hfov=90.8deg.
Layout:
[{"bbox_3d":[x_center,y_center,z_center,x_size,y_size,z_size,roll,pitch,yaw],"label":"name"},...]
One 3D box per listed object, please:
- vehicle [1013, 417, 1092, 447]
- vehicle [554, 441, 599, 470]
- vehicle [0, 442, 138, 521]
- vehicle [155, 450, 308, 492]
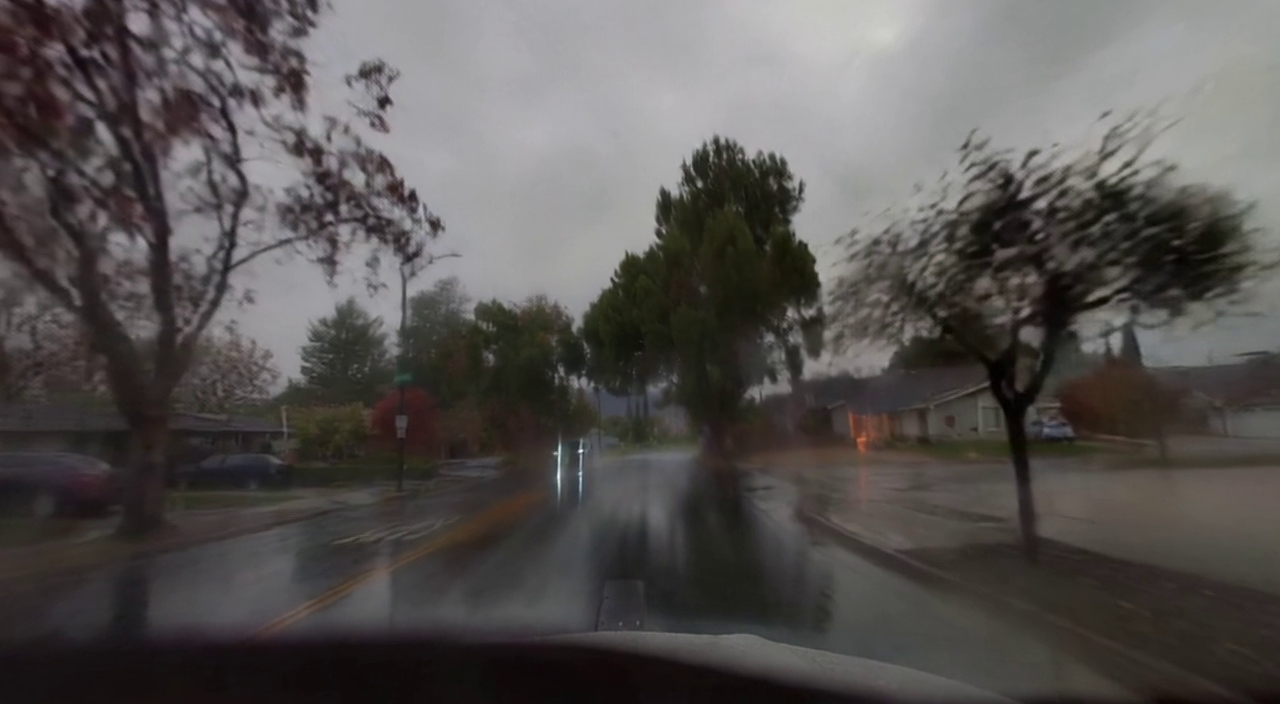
[{"bbox_3d":[23.522,4.647,36.238,1.875,1.609,4.322,-1,-9,4],"label":"vehicle"},{"bbox_3d":[-3.754,6.189,37.914,2.025,1.660,4.151,-1,-9,4],"label":"vehicle"},{"bbox_3d":[-14.704,2.945,14.677,4.237,1.687,1.970,1,-9,-4],"label":"vehicle"},{"bbox_3d":[-15.124,4.392,23.554,4.370,1.482,1.926,0,-9,2],"label":"vehicle"}]
